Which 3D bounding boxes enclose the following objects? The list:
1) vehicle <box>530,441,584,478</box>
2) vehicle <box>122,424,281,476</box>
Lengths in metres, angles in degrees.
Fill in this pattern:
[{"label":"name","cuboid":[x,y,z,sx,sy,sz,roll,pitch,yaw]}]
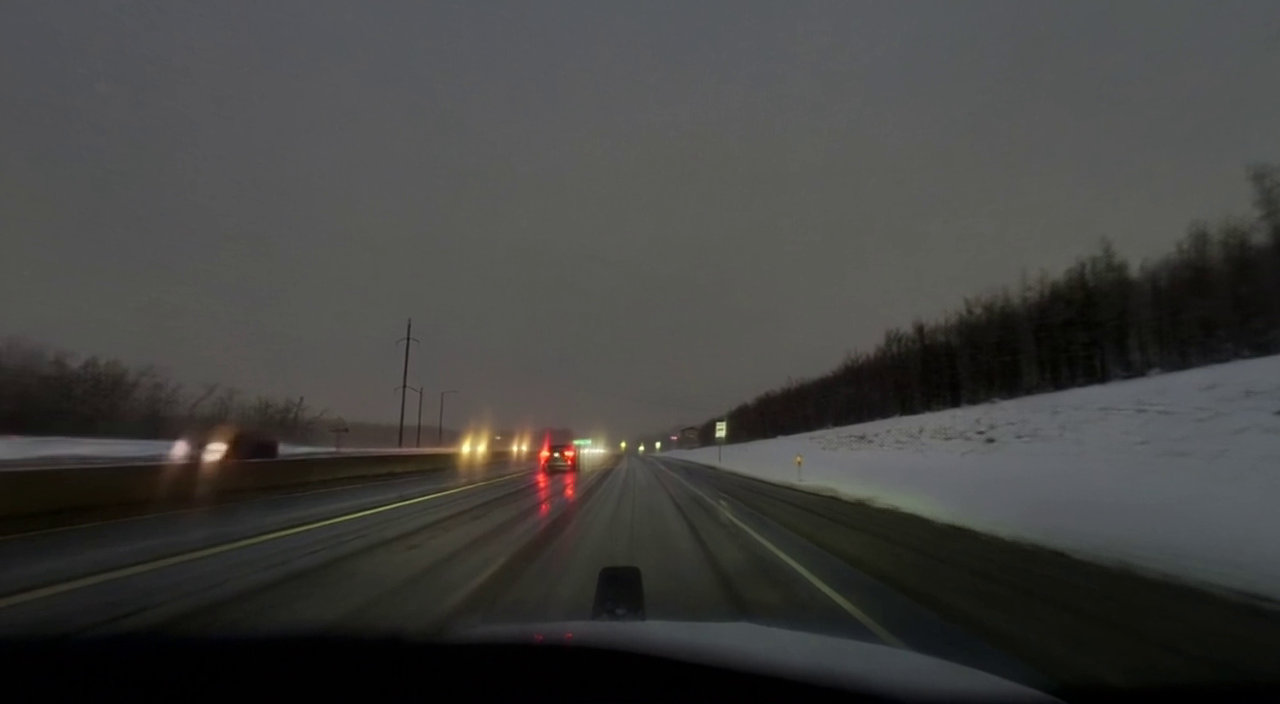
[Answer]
[{"label":"vehicle","cuboid":[-4.098,5.348,31.644,2.133,1.683,4.340,1,-9,0]},{"label":"vehicle","cuboid":[-17.320,3.951,25.404,2.247,1.825,5.721,1,-9,0]}]
